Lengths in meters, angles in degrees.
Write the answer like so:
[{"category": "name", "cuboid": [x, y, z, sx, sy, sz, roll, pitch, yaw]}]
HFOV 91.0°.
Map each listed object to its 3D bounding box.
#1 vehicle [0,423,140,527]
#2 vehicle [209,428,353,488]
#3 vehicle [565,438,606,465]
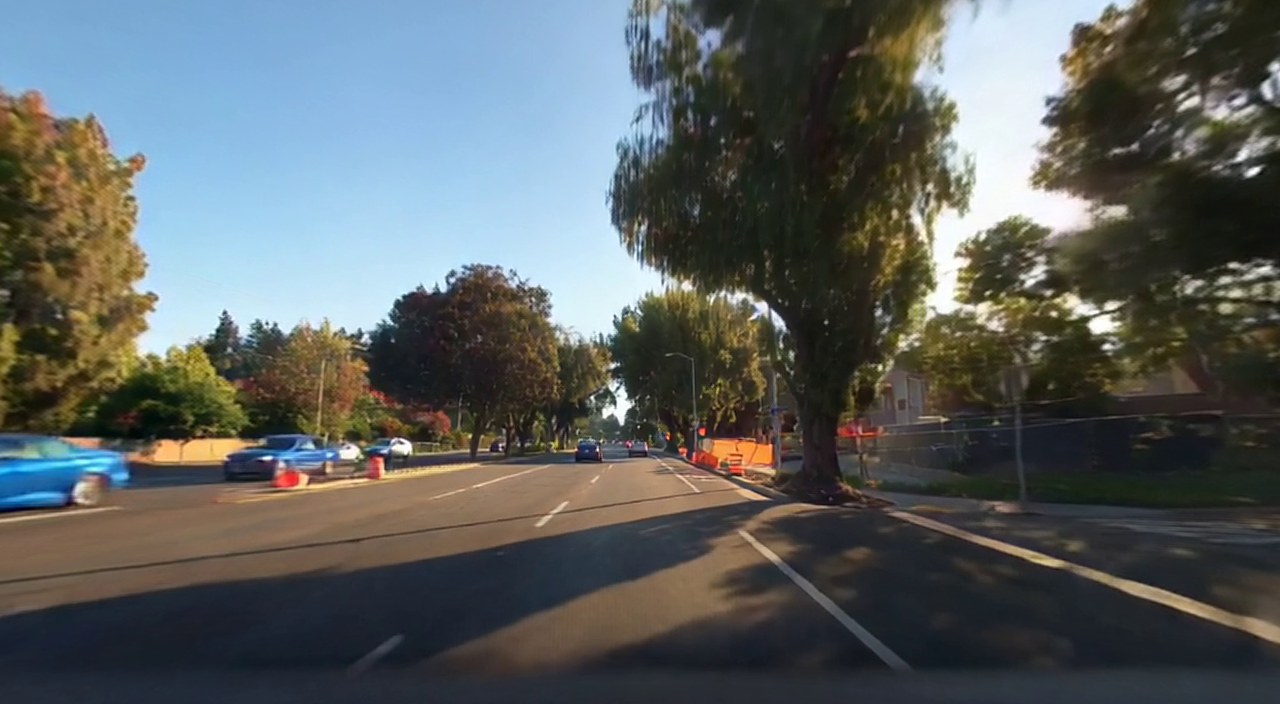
[{"category": "vehicle", "cuboid": [-10.630, 1.884, 9.676, 2.009, 1.541, 4.753, 0, -8, -1]}, {"category": "vehicle", "cuboid": [-11.122, 3.303, 19.960, 2.014, 1.674, 4.337, 0, -8, 0]}, {"category": "vehicle", "cuboid": [-3.531, 6.539, 41.508, 2.198, 1.663, 4.519, 0, -8, 1]}]
